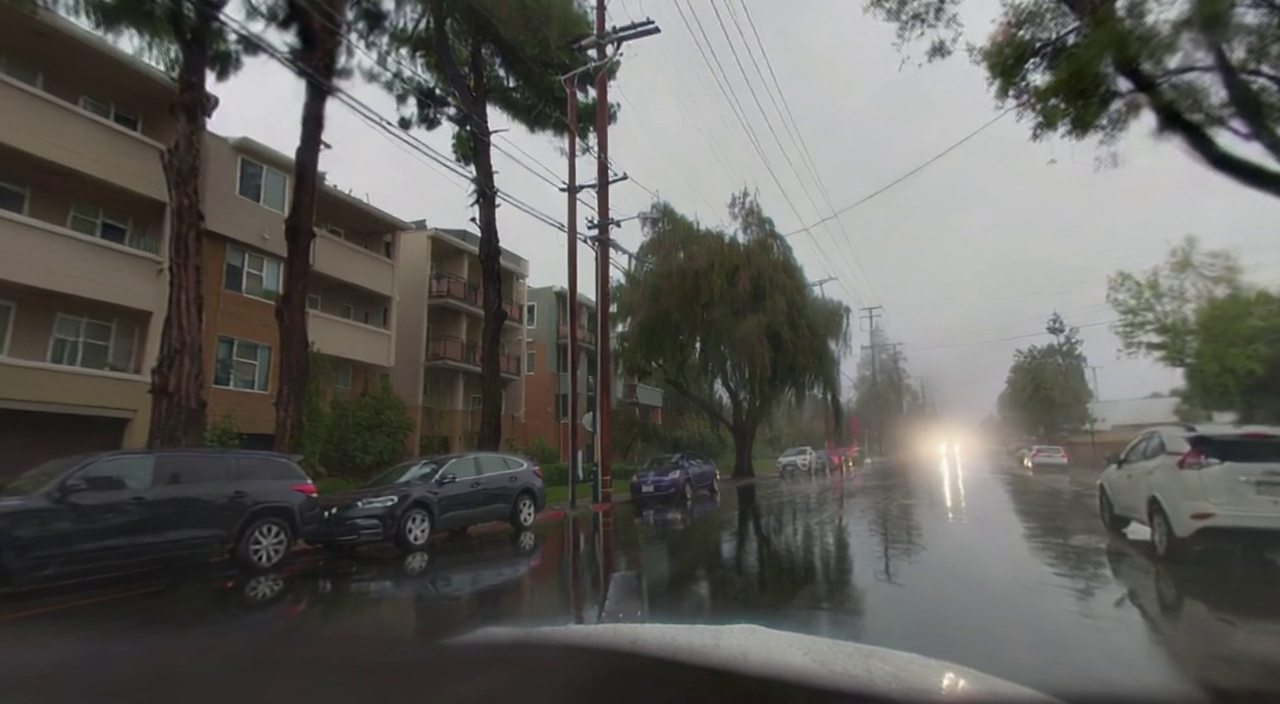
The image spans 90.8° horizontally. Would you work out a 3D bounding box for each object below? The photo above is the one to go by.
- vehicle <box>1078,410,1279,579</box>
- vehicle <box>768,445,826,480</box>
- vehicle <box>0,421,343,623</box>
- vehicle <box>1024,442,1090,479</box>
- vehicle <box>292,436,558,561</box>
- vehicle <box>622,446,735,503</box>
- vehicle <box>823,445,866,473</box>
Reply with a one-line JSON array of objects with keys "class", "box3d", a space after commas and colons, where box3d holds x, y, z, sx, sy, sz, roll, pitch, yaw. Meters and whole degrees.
[{"class": "vehicle", "box3d": [7.512, 1.718, 8.330, 2.180, 1.677, 4.432, -5, -10, 27]}, {"class": "vehicle", "box3d": [8.945, 6.186, 35.701, 2.011, 1.801, 4.676, -5, -10, 28]}, {"class": "vehicle", "box3d": [-6.346, 1.920, 7.337, 1.973, 1.848, 5.100, -13, -13, 25]}, {"class": "vehicle", "box3d": [18.501, 4.780, 28.207, 1.964, 1.515, 4.055, -5, -10, 28]}, {"class": "vehicle", "box3d": [-3.772, 2.671, 11.971, 2.068, 1.745, 4.579, -12, -14, 24]}, {"class": "vehicle", "box3d": [1.497, 4.316, 22.393, 2.017, 1.582, 4.664, -13, -15, 27]}, {"class": "vehicle", "box3d": [15.179, 7.952, 46.742, 1.953, 1.699, 4.234, -11, -17, 29]}]
